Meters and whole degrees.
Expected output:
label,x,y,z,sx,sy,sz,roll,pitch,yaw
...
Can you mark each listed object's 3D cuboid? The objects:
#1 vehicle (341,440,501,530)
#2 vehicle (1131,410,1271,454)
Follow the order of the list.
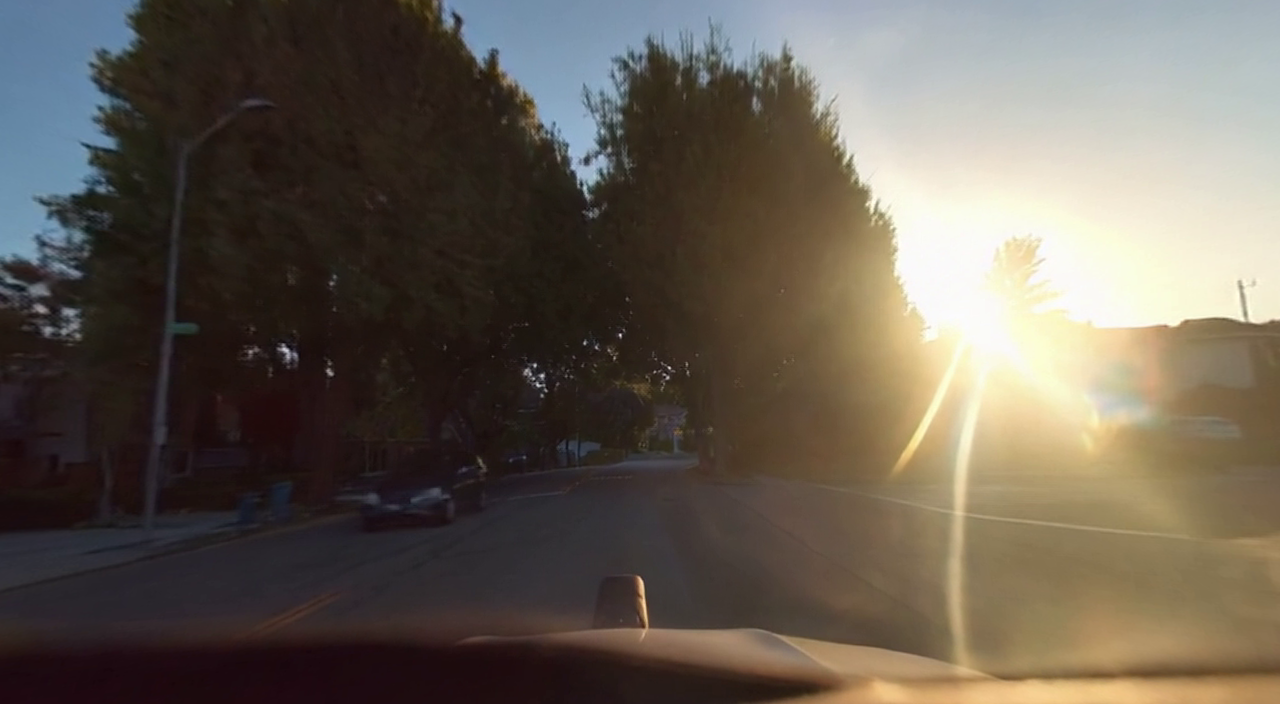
label,x,y,z,sx,sy,sz,roll,pitch,yaw
vehicle,-4.615,2.839,14.098,2.025,1.660,4.151,-1,-9,1
vehicle,22.844,3.342,26.000,1.875,1.609,4.322,-1,-9,3
